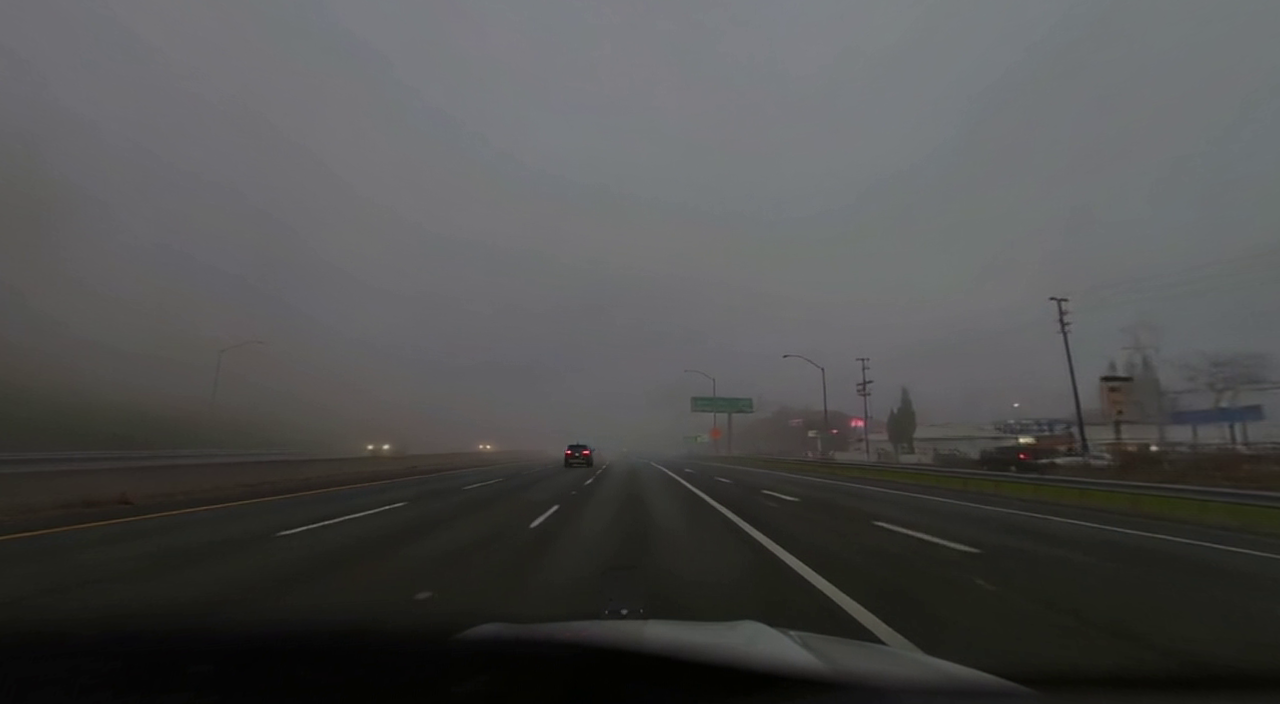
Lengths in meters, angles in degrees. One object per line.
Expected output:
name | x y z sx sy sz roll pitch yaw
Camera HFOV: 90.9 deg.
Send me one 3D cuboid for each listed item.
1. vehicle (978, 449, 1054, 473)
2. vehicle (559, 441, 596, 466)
vehicle | 29.556 8.576 49.868 1.972 1.749 5.464 2 -9 -10
vehicle | -4.559 7.532 47.175 2.236 1.736 5.585 0 -8 0
